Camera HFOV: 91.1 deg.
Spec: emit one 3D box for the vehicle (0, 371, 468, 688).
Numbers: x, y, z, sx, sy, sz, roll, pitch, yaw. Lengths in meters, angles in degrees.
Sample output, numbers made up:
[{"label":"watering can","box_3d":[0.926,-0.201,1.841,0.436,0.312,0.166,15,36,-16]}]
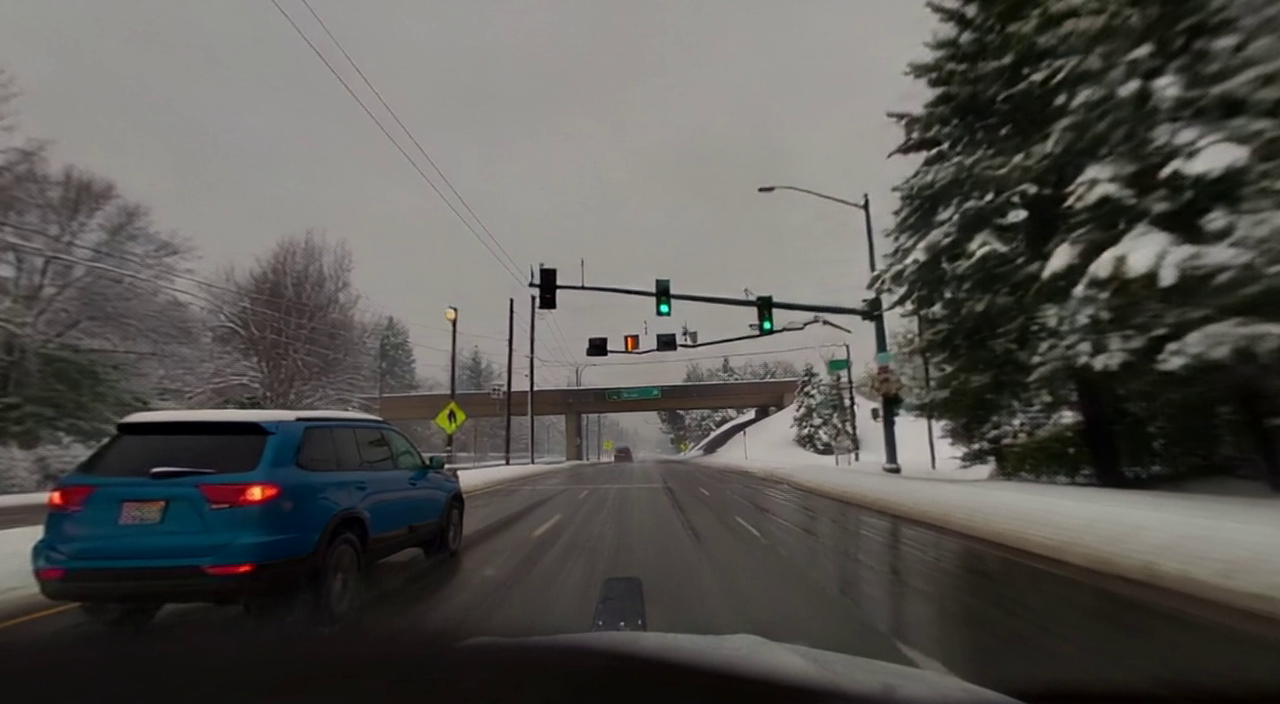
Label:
[{"label":"vehicle","box_3d":[-3.112,1.275,5.624,1.882,1.704,4.335,0,-9,0]}]
